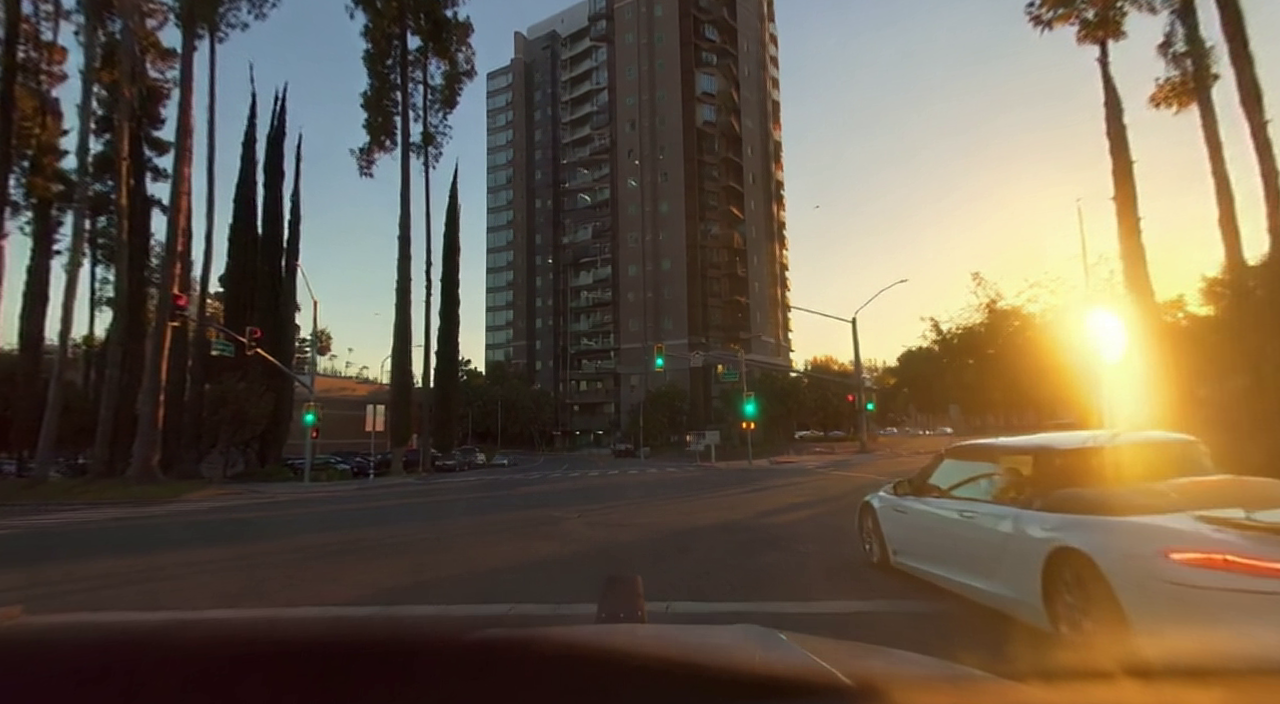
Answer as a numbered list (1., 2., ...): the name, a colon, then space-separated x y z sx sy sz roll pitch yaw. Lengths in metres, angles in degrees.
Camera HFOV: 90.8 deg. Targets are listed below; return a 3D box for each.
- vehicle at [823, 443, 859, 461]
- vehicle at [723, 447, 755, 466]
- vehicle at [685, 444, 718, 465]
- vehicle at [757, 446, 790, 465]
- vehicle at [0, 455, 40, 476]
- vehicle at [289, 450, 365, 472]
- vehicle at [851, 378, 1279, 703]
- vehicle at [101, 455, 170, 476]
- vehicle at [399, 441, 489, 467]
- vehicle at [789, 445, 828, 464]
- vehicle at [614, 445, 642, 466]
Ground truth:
1. vehicle: 15.311 7.627 48.233 1.704 1.365 3.315 0 -9 1
2. vehicle: 7.503 7.962 48.266 1.889 1.358 3.751 0 -9 1
3. vehicle: 4.597 7.754 47.952 1.983 1.453 4.180 0 -9 -1
4. vehicle: 10.108 7.860 48.004 1.692 1.343 3.352 0 -9 -1
5. vehicle: -46.142 8.253 45.980 1.627 1.392 3.330 0 -9 0
6. vehicle: -21.563 7.509 43.587 4.207 1.508 1.875 0 -9 2
7. vehicle: 3.309 1.195 4.718 1.903 1.529 4.254 0 -9 -1
8. vehicle: -36.236 8.159 45.471 1.709 1.410 3.945 0 -9 -1
9. vehicle: -14.600 7.645 47.302 6.021 1.868 2.172 0 -9 1
10. vehicle: 12.803 7.781 48.113 2.006 1.371 3.426 0 -9 0
11. vehicle: -0.928 7.874 48.214 2.024 1.489 4.613 0 -9 -1
